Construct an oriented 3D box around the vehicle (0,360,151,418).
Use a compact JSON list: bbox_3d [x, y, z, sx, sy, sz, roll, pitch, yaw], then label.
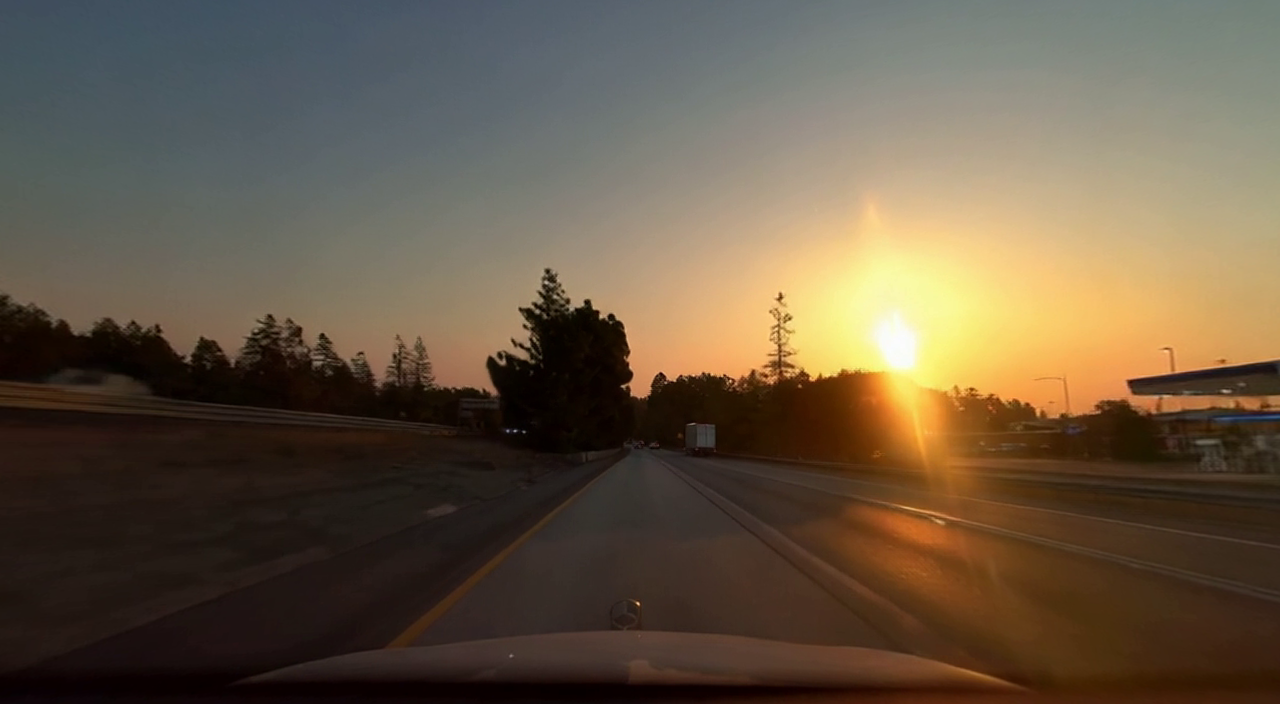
[{"bbox_3d":[-21.404,1.502,23.600,1.958,1.702,5.234,0,-8,0],"label":"vehicle"}]
